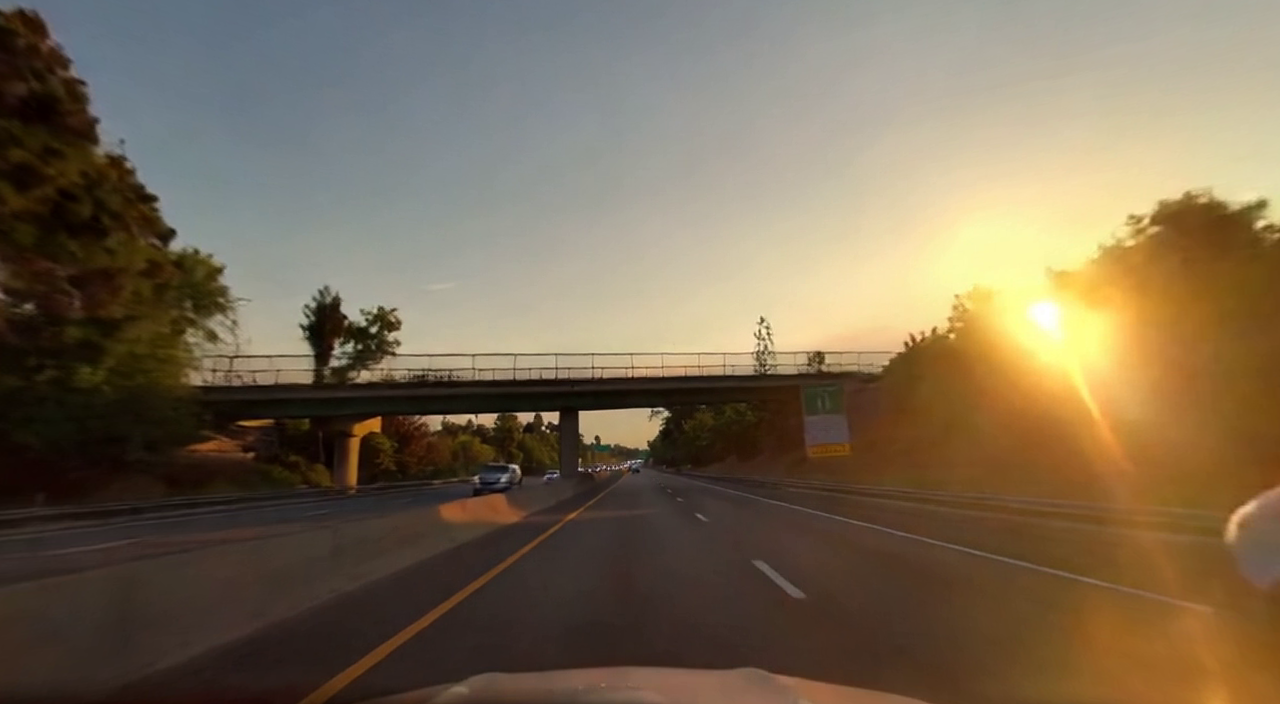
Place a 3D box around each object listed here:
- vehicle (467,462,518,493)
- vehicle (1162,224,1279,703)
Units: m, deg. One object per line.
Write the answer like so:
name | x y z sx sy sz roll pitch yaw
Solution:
vehicle | -8.676 7.433 37.341 2.013 1.672 4.241 1 -11 0
vehicle | 4.546 0.141 0.444 2.372 2.581 6.763 1 -11 -1
